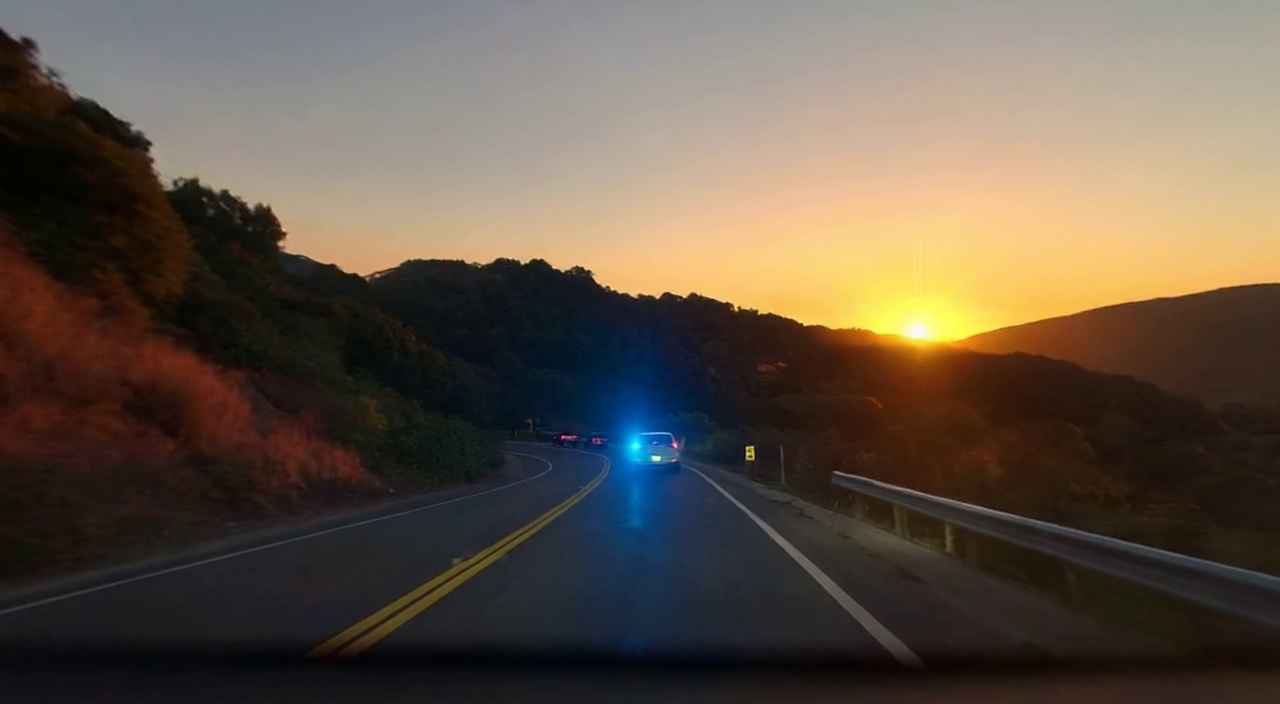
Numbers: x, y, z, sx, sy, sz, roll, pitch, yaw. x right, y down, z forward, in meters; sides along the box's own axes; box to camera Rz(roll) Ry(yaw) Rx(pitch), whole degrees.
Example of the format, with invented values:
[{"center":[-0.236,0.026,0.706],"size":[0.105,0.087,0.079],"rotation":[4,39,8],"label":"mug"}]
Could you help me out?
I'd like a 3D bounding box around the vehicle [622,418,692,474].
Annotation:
[{"center":[0.537,3.848,25.873],"size":[2.500,1.961,5.637],"rotation":[-2,-8,-2],"label":"vehicle"}]
